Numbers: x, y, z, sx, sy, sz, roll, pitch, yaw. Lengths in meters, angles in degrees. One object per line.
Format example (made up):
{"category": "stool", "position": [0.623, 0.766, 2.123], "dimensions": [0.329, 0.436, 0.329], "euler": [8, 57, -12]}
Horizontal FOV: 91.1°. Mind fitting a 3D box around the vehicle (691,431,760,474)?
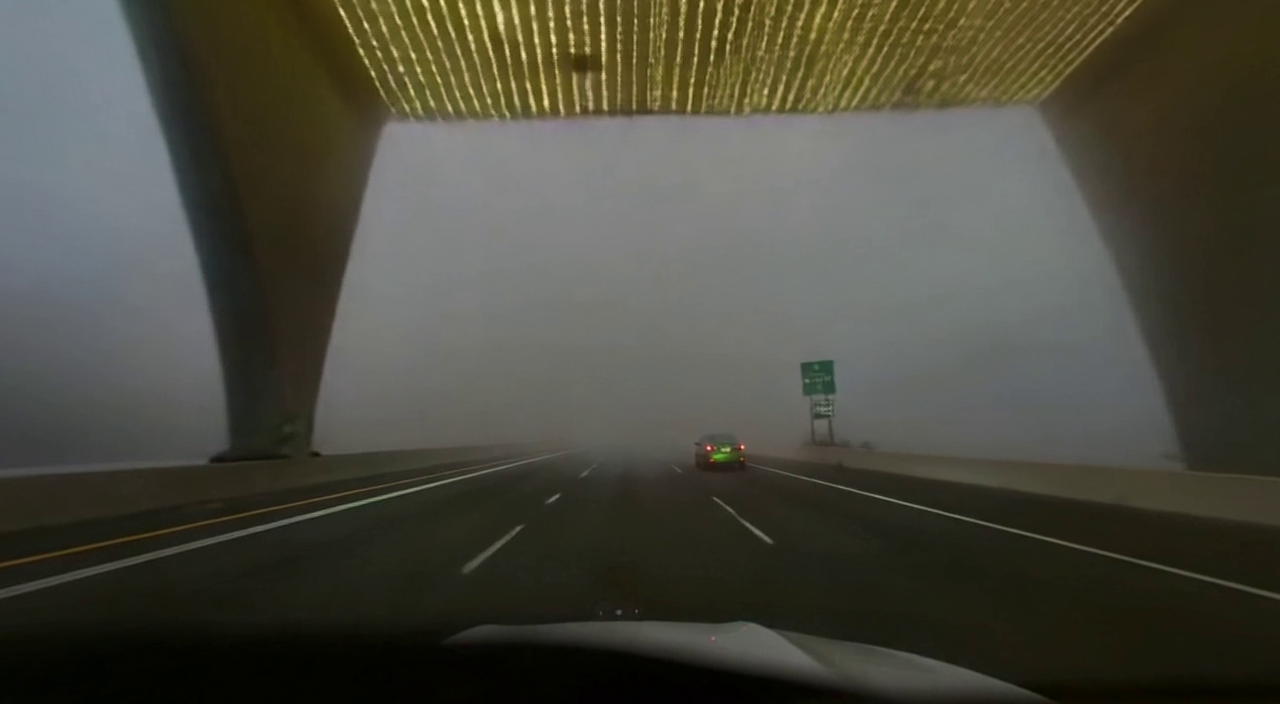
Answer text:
{"category": "vehicle", "position": [3.158, 3.808, 24.040], "dimensions": [1.946, 1.481, 3.969], "euler": [0, -8, -1]}
